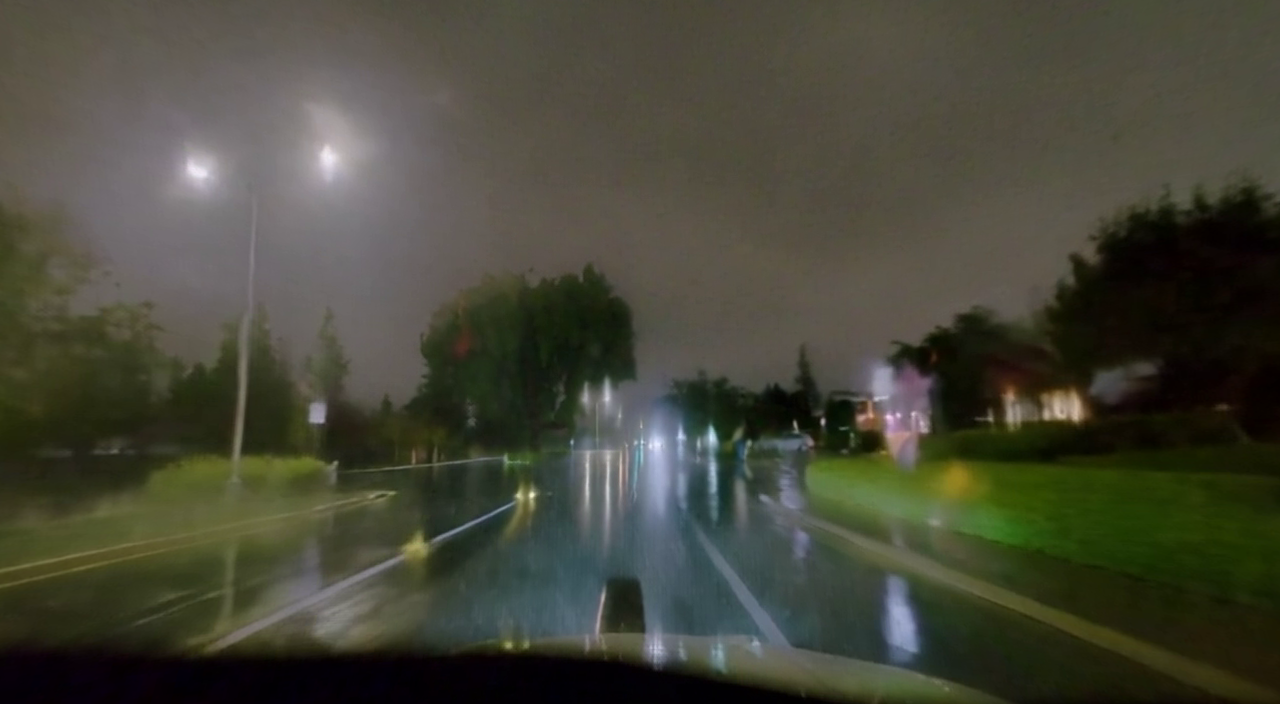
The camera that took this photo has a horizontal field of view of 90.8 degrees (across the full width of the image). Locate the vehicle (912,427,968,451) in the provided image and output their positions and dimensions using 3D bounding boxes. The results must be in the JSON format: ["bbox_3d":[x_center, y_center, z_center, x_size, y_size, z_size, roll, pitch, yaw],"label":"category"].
[{"bbox_3d":[20.873,6.019,43.886,4.241,1.560,1.979,6,-9,-43],"label":"vehicle"}]

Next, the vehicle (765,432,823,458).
[{"bbox_3d":[12.085,7.278,49.767,2.199,1.661,4.495,5,-6,-22],"label":"vehicle"}]
